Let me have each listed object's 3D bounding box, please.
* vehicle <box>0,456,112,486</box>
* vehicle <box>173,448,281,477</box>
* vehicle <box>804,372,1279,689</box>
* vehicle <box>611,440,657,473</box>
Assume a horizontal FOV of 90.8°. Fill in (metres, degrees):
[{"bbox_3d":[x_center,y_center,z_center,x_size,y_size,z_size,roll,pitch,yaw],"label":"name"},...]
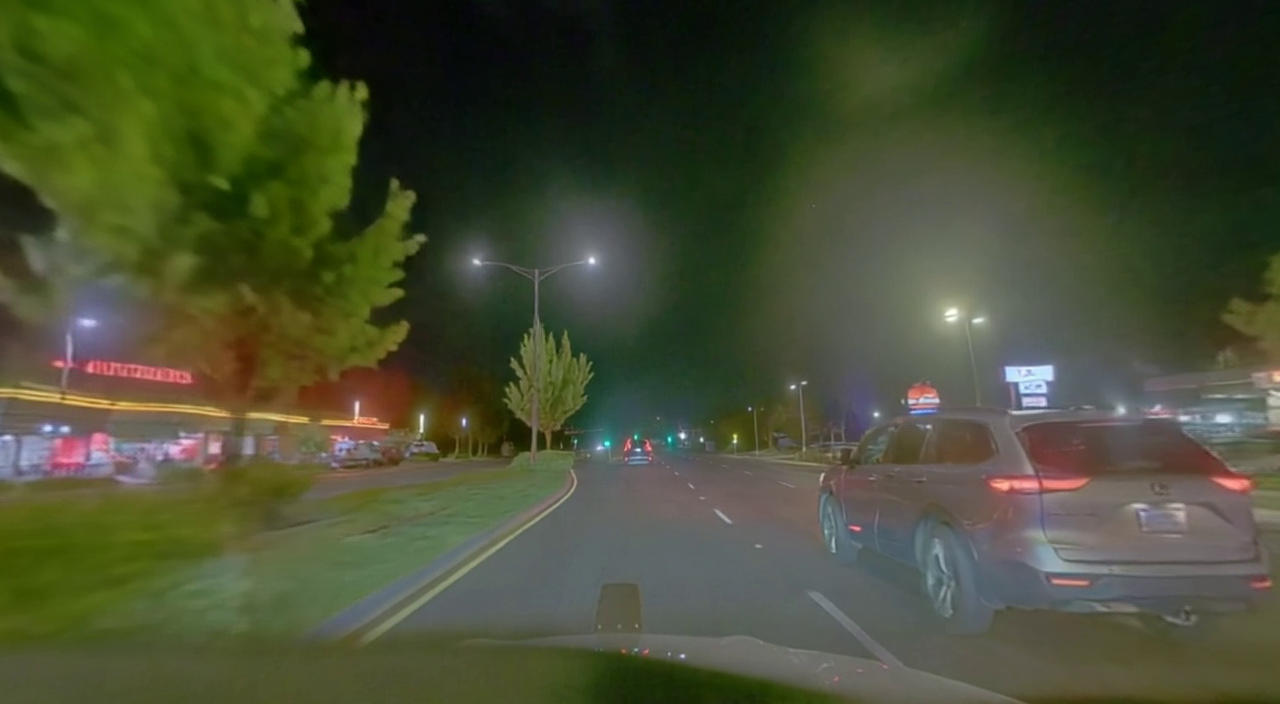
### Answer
[{"bbox_3d":[-31.932,6.404,34.127,4.741,1.442,1.957,3,-9,-23],"label":"vehicle"},{"bbox_3d":[-22.955,6.119,35.197,4.625,1.516,2.007,0,-8,2],"label":"vehicle"},{"bbox_3d":[3.192,1.279,5.697,2.110,1.698,4.397,0,-8,-2],"label":"vehicle"},{"bbox_3d":[-0.299,5.131,31.279,2.126,1.475,3.967,0,-8,-1],"label":"vehicle"}]
